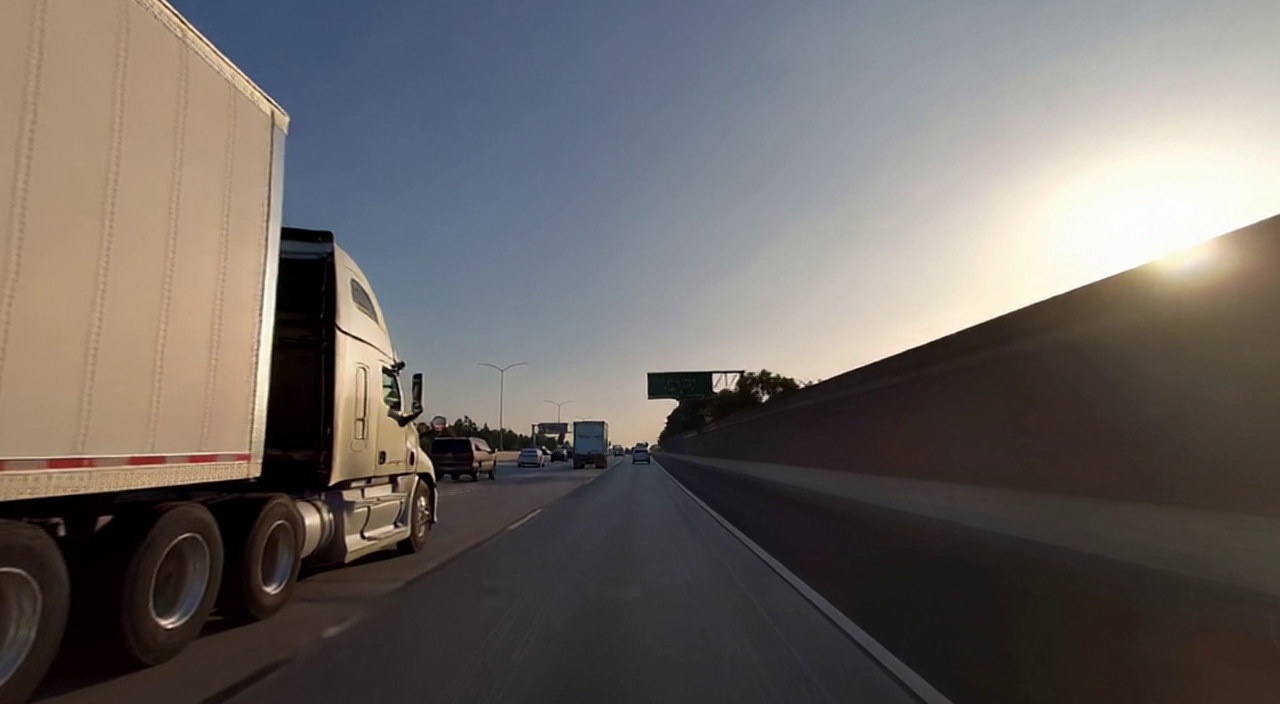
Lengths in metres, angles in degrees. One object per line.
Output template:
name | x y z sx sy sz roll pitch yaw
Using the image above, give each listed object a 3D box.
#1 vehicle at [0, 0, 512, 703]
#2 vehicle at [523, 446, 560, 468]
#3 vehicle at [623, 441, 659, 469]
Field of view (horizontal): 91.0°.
vehicle | -3.751 0.600 5.878 3.025 3.266 9.256 0 -9 1
vehicle | -7.039 7.505 45.250 1.962 1.489 4.002 0 -9 1
vehicle | 0.055 6.543 40.059 2.178 1.640 4.071 0 -9 0
